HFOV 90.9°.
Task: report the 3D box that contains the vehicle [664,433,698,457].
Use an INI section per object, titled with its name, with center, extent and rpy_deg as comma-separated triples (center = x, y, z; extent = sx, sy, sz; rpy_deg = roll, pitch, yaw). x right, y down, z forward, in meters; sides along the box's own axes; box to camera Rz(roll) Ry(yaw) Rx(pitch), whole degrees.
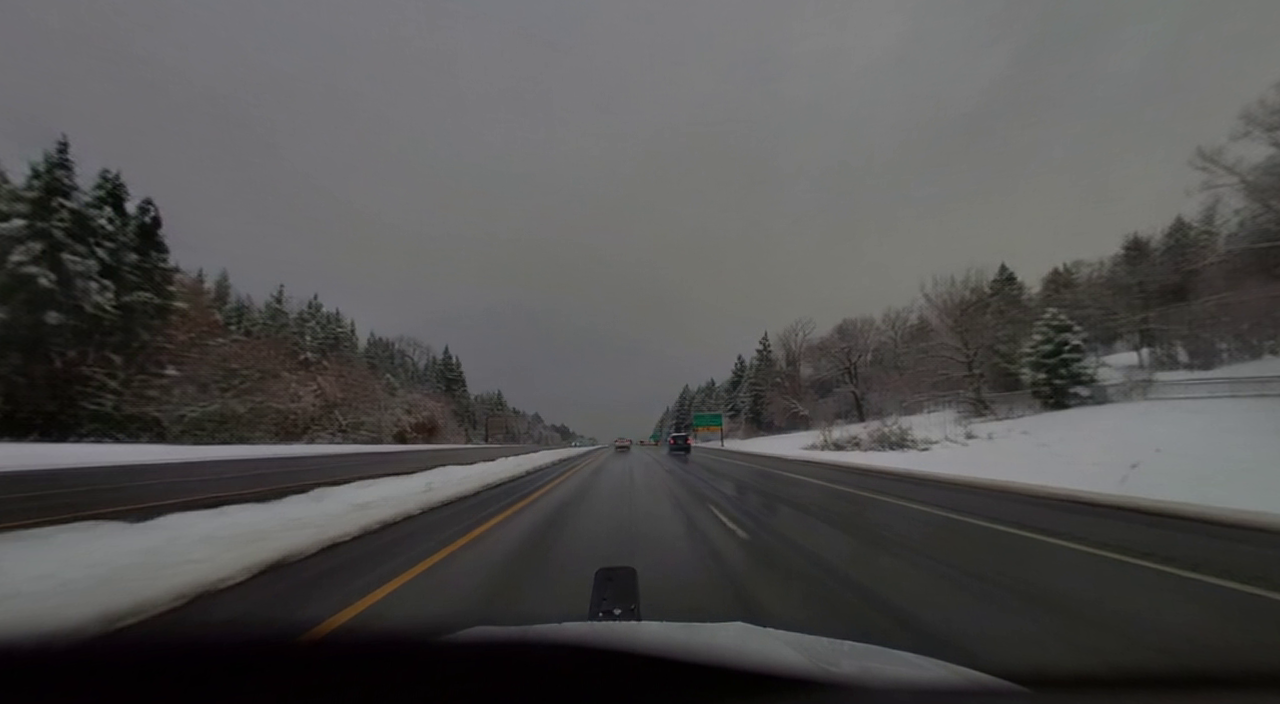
[vehicle]
center = 3.040, 6.906, 47.204
extent = 2.085, 1.681, 4.436
rpy_deg = 0, -8, -2
